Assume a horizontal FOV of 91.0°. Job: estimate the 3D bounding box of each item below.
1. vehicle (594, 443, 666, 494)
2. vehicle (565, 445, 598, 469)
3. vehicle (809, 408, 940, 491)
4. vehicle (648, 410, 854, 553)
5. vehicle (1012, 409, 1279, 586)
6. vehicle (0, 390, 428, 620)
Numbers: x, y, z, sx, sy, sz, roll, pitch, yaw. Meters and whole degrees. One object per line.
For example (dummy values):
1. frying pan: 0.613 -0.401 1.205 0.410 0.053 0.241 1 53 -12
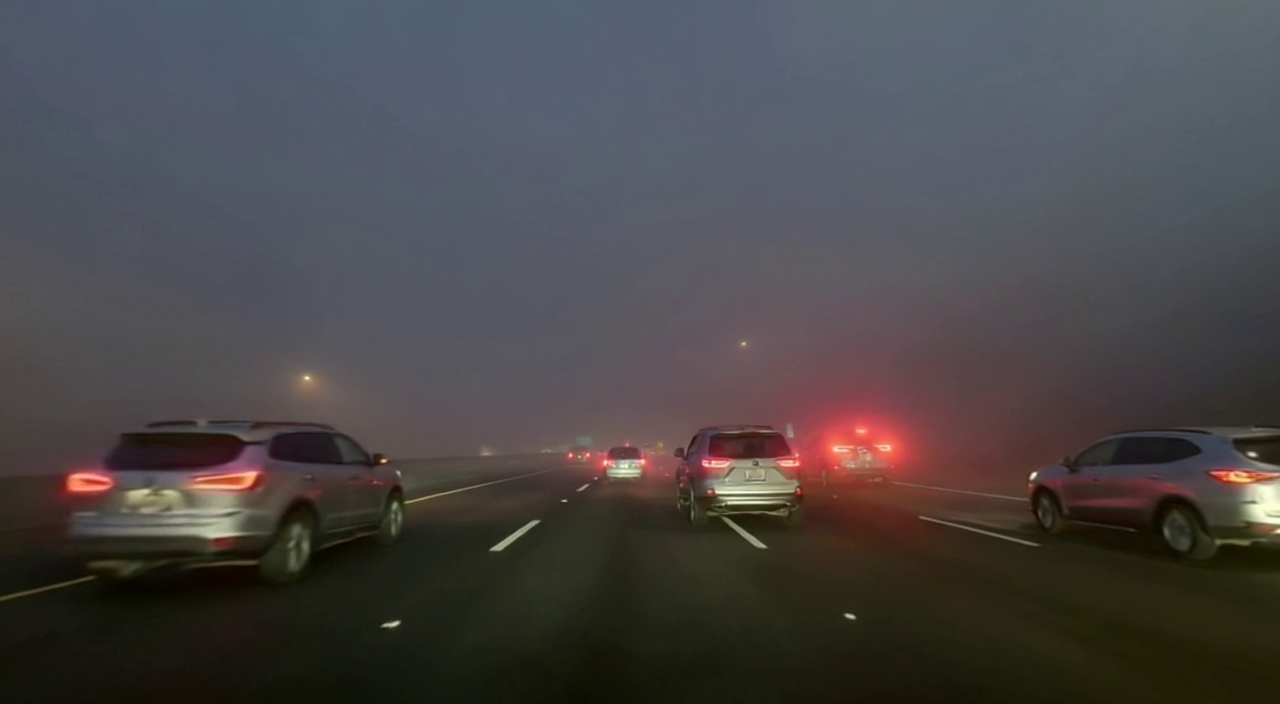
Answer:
1. vehicle: -0.277 3.834 21.045 2.157 1.495 4.038 0 -9 1
2. vehicle: -4.175 7.562 45.390 1.889 1.600 4.043 0 -9 1
3. vehicle: 7.840 3.380 21.925 2.390 2.503 5.788 0 -9 1
4. vehicle: 1.399 1.909 9.837 2.230 1.740 3.976 1 -9 -4
5. vehicle: 6.982 1.655 7.790 1.972 1.647 4.429 0 -9 -1
6. vehicle: -4.285 1.525 7.217 2.047 1.755 4.638 0 -9 0
